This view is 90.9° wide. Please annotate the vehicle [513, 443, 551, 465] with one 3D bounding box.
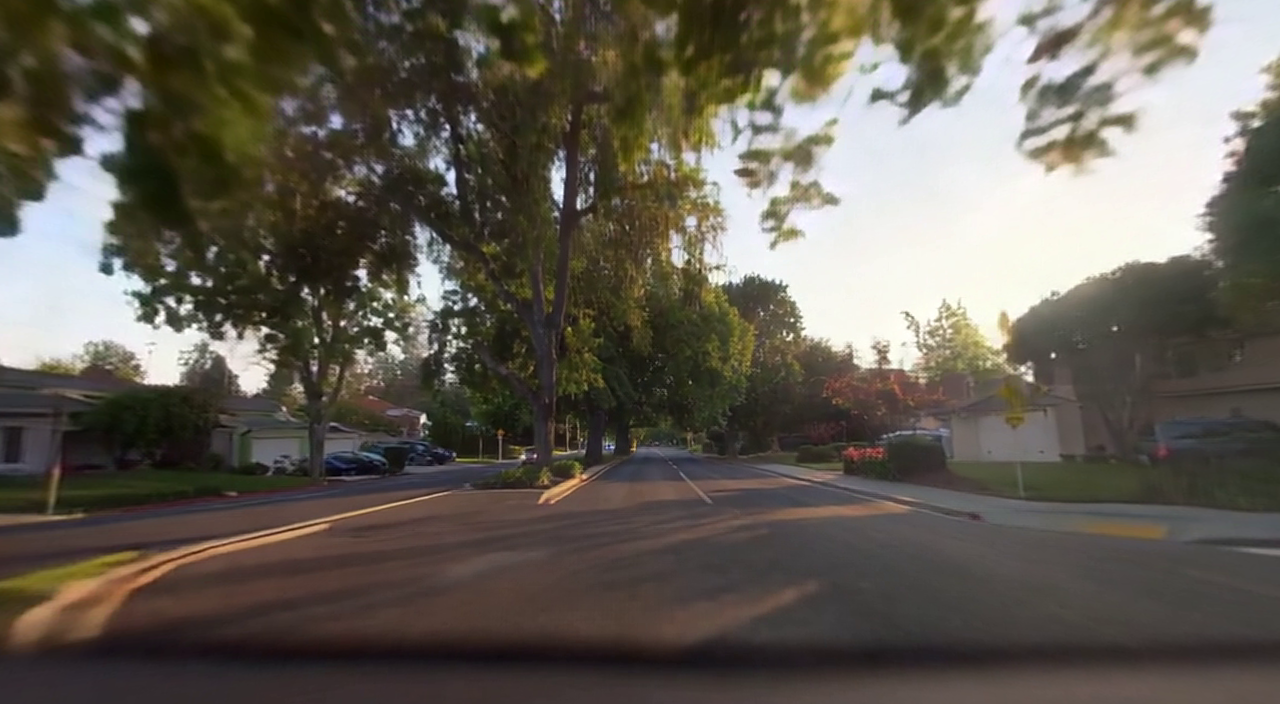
[{"bbox_3d":[-8.094,7.637,47.457,2.044,1.548,4.284,0,-8,1],"label":"vehicle"}]
